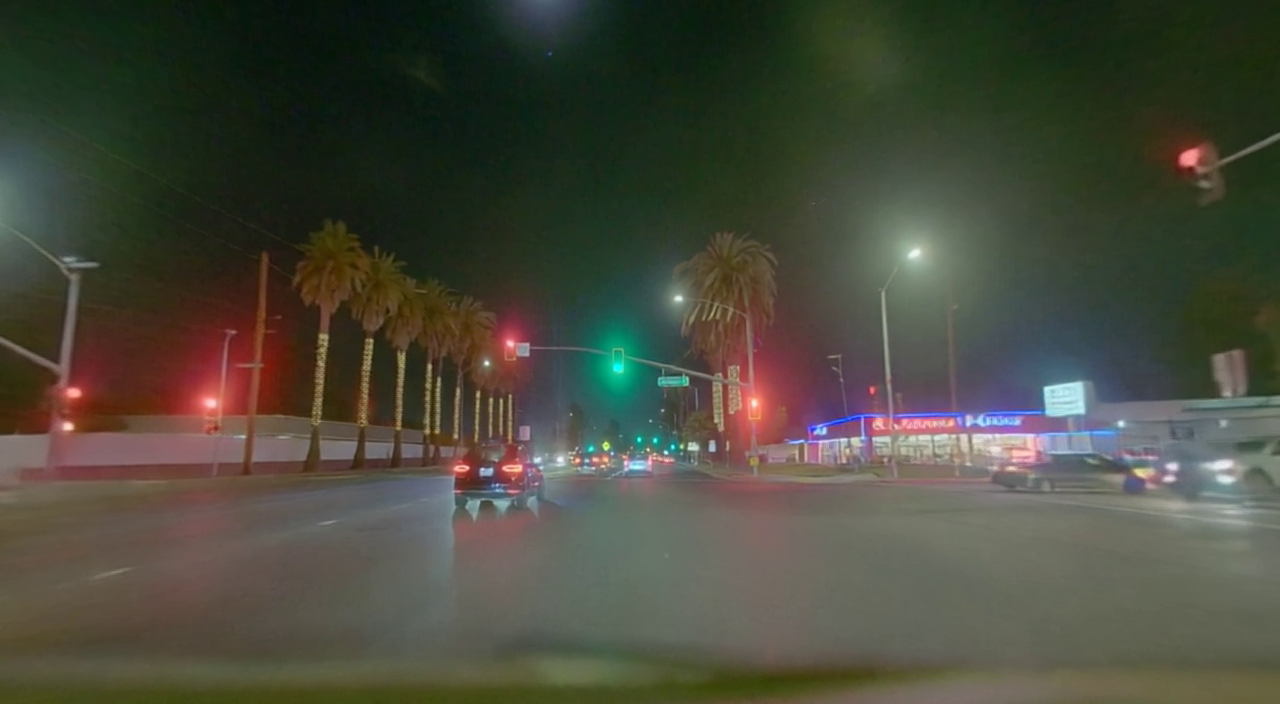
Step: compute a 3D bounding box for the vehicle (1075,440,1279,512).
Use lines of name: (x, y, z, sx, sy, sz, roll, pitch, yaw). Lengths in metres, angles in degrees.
vehicle: (13.095, 2.812, 14.485, 4.532, 1.504, 2.087, 0, -9, 0)

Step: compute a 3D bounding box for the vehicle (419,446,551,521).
vehicle: (-3.494, 3.030, 15.100, 1.904, 1.513, 4.410, 0, -9, 2)

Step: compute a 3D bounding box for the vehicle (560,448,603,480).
vehicle: (-3.251, 6.301, 35.542, 1.979, 1.634, 3.957, 0, -9, 1)

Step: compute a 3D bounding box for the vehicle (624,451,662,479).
vehicle: (0.182, 6.617, 36.940, 2.094, 1.496, 4.070, 0, -9, 0)
